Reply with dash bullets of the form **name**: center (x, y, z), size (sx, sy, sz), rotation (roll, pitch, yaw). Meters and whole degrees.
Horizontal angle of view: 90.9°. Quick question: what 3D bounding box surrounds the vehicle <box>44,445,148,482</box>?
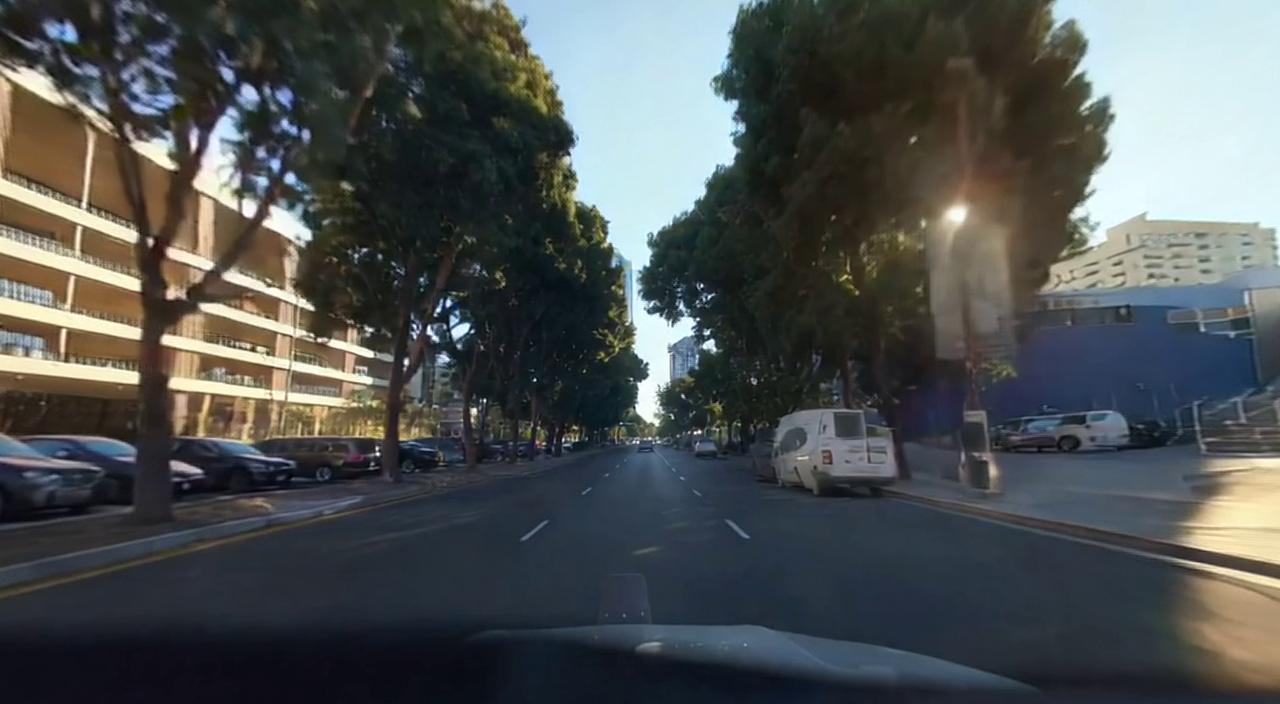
- **vehicle**: center (-25.600, 5.195, 29.901), size (1.982, 1.565, 4.910), rotation (3, -9, -19)

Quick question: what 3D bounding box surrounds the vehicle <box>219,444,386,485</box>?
- **vehicle**: center (-13.014, 4.362, 24.572), size (5.269, 1.491, 2.133), rotation (-1, -8, 2)

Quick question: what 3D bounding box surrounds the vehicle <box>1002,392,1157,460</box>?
- **vehicle**: center (19.076, 3.336, 27.921), size (2.341, 2.648, 6.024), rotation (1, -8, -1)

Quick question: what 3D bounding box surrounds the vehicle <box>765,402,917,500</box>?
- **vehicle**: center (5.799, 3.000, 19.418), size (2.596, 2.509, 6.178), rotation (0, -8, 0)
